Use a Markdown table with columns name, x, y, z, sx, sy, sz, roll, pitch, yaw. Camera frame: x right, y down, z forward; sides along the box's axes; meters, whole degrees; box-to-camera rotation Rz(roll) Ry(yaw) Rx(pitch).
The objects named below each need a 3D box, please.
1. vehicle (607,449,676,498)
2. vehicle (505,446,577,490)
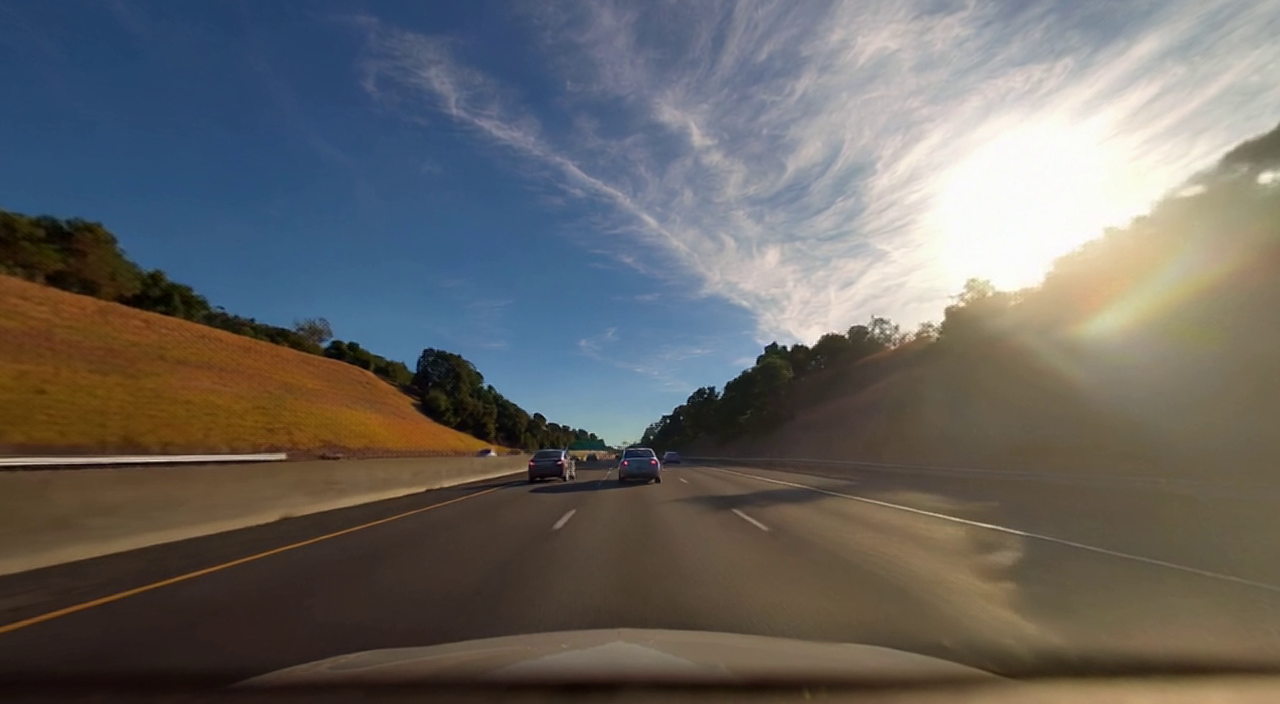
| name | x | y | z | sx | sy | sz | roll | pitch | yaw |
| --- | --- | --- | --- | --- | --- | --- | --- | --- | --- |
| vehicle | 0.017 | 3.857 | 20.469 | 2.023 | 1.400 | 4.028 | 0 | -9 | -1 |
| vehicle | -3.897 | 4.655 | 25.592 | 2.153 | 1.581 | 4.375 | 0 | -9 | 0 |
